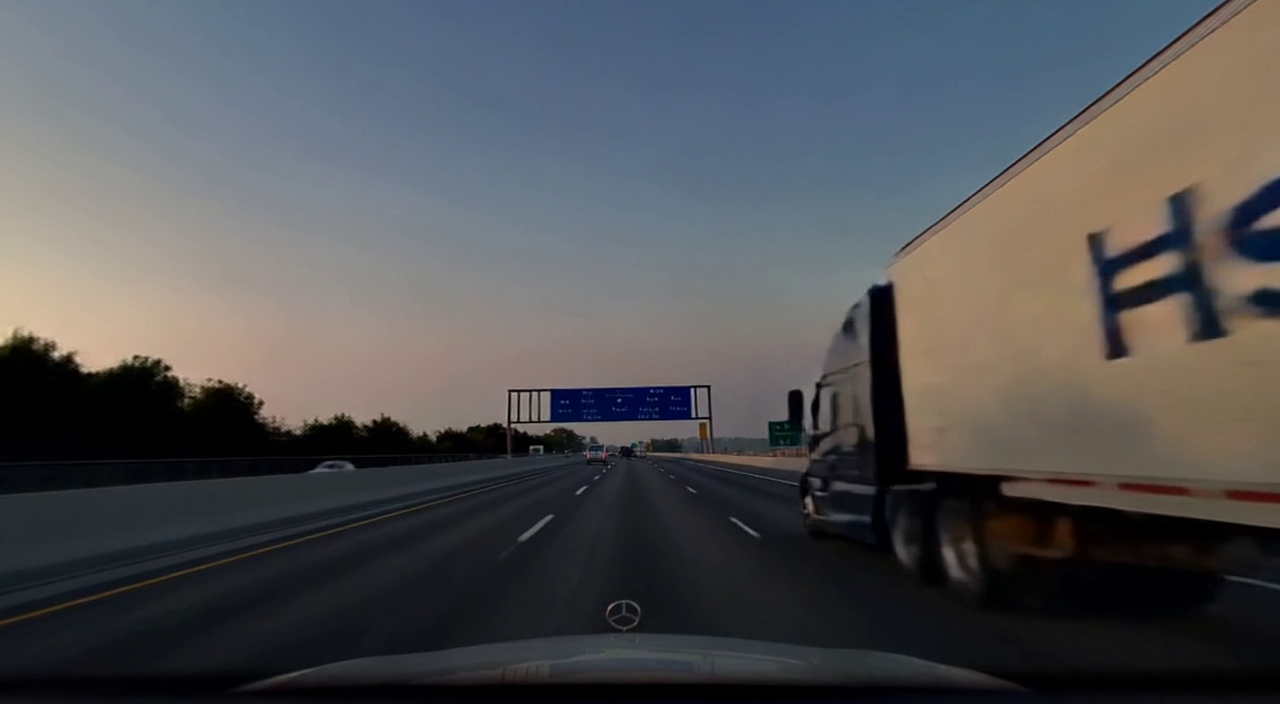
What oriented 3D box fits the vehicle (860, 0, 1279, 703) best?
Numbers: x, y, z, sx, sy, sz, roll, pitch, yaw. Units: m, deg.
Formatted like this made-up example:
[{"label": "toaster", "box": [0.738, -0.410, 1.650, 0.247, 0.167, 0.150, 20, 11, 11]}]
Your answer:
[{"label": "vehicle", "box": [4.093, -0.290, 1.301, 2.823, 3.509, 12.118, 0, -9, 0]}]
